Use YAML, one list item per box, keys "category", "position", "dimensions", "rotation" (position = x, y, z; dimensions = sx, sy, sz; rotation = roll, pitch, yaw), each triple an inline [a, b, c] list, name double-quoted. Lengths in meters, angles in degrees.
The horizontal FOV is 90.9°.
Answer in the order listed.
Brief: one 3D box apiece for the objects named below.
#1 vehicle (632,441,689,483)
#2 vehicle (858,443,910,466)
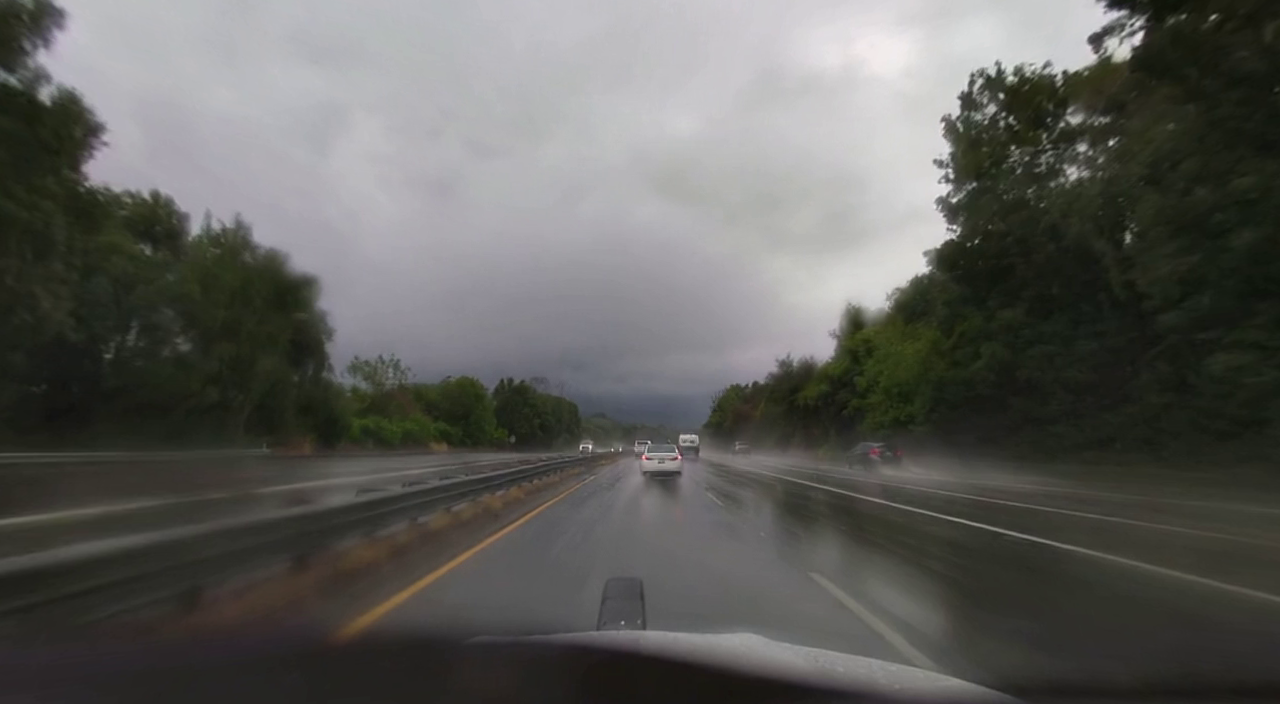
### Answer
- category: "vehicle"
  position: [0.750, 4.329, 25.048]
  dimensions: [2.053, 1.483, 4.185]
  rotation: [0, -9, 0]
- category: "vehicle"
  position: [16.726, 7.046, 43.345]
  dimensions: [1.926, 1.483, 3.528]
  rotation: [0, -9, -4]
